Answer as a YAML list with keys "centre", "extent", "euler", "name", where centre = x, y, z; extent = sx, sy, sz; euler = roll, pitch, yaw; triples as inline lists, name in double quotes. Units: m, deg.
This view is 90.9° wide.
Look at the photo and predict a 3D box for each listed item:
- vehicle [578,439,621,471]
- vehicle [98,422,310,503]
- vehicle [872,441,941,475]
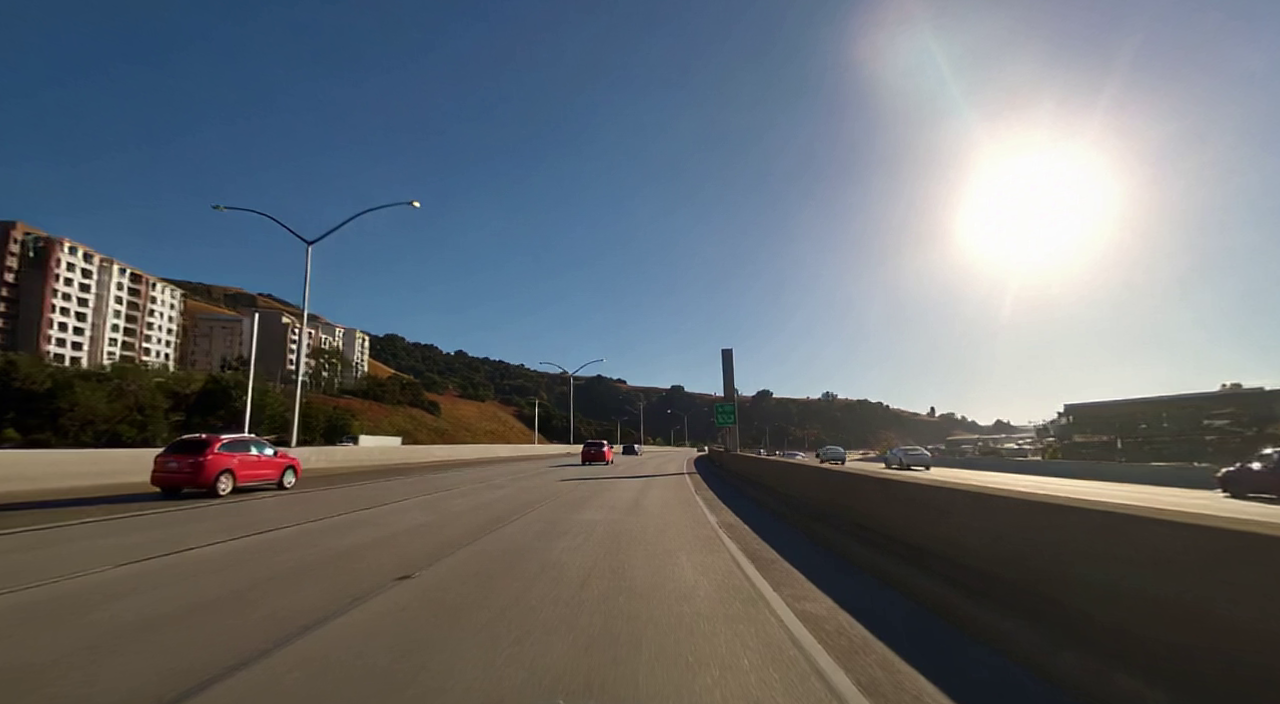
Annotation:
- centre: [-2.391, 6.202, 38.085]
  extent: [2.028, 1.782, 4.150]
  euler: [-1, -8, 5]
  name: "vehicle"
- centre: [-10.819, 2.770, 16.216]
  extent: [2.039, 1.746, 4.528]
  euler: [-1, -8, 3]
  name: "vehicle"
- centre: [13.118, 5.213, 31.340]
  extent: [1.786, 1.559, 4.496]
  euler: [-1, -8, 5]
  name: "vehicle"
